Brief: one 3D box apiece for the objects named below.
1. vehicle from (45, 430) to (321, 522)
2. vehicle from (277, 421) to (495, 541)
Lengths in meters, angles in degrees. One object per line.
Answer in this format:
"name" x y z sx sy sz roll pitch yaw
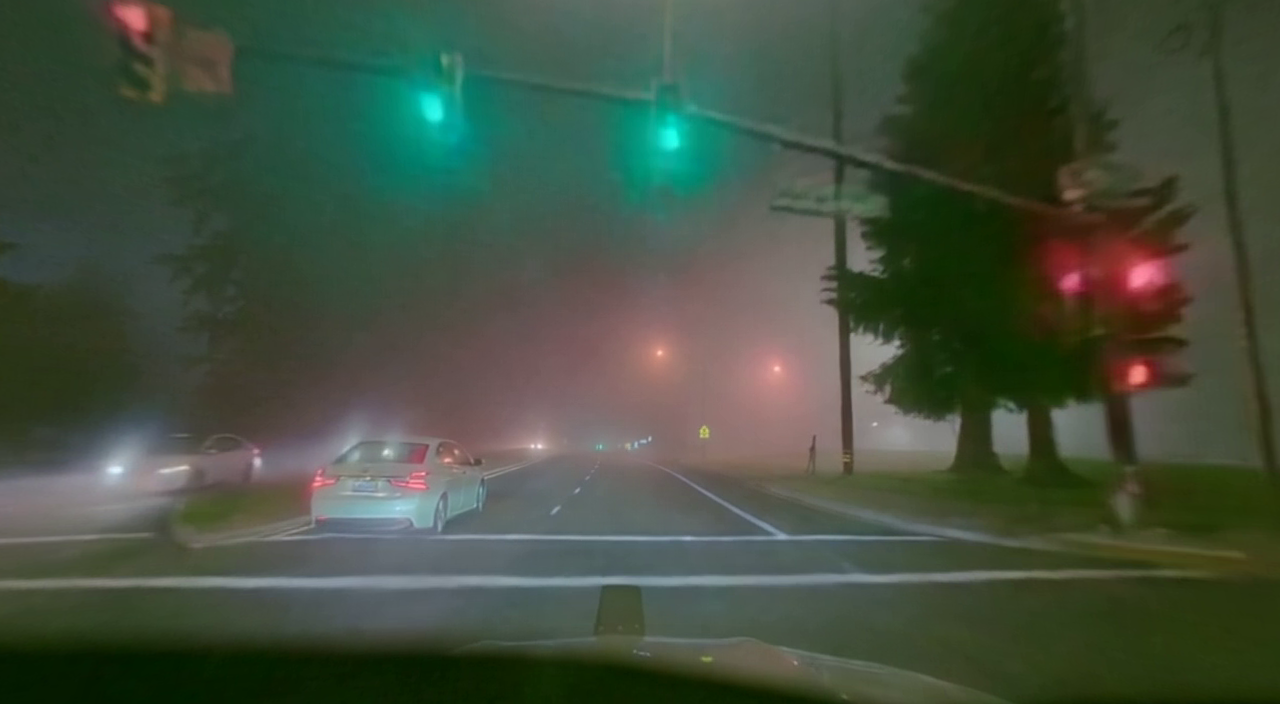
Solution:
"vehicle" -8.721 2.373 12.795 2.080 1.460 4.756 1 -8 -1
"vehicle" -3.780 1.988 10.379 1.915 1.521 4.283 0 -8 -2
